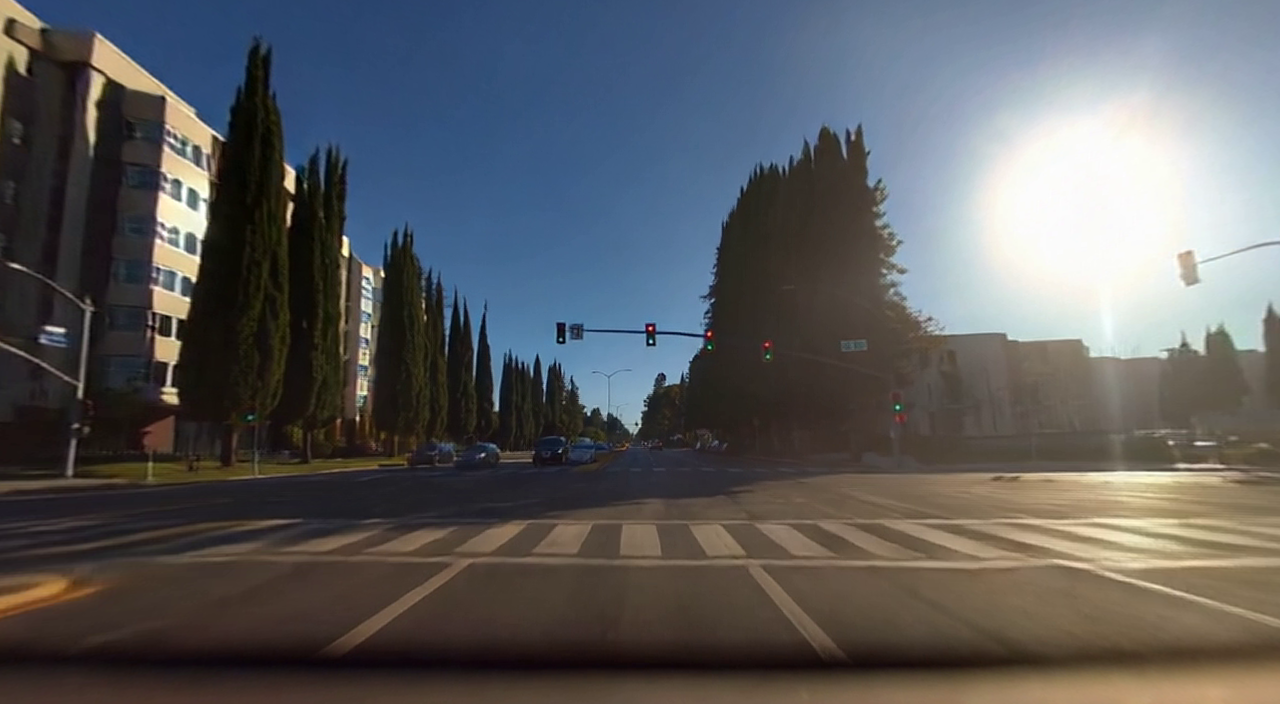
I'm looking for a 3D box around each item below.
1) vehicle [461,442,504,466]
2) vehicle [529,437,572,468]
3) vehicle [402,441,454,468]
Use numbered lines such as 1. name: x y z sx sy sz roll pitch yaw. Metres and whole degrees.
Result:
1. vehicle: -11.958 7.761 48.277 2.041 1.654 4.605 0 -8 0
2. vehicle: -5.561 6.318 39.769 2.098 1.789 4.338 0 -8 -1
3. vehicle: -15.793 7.659 47.369 2.164 1.920 4.896 0 -8 0
